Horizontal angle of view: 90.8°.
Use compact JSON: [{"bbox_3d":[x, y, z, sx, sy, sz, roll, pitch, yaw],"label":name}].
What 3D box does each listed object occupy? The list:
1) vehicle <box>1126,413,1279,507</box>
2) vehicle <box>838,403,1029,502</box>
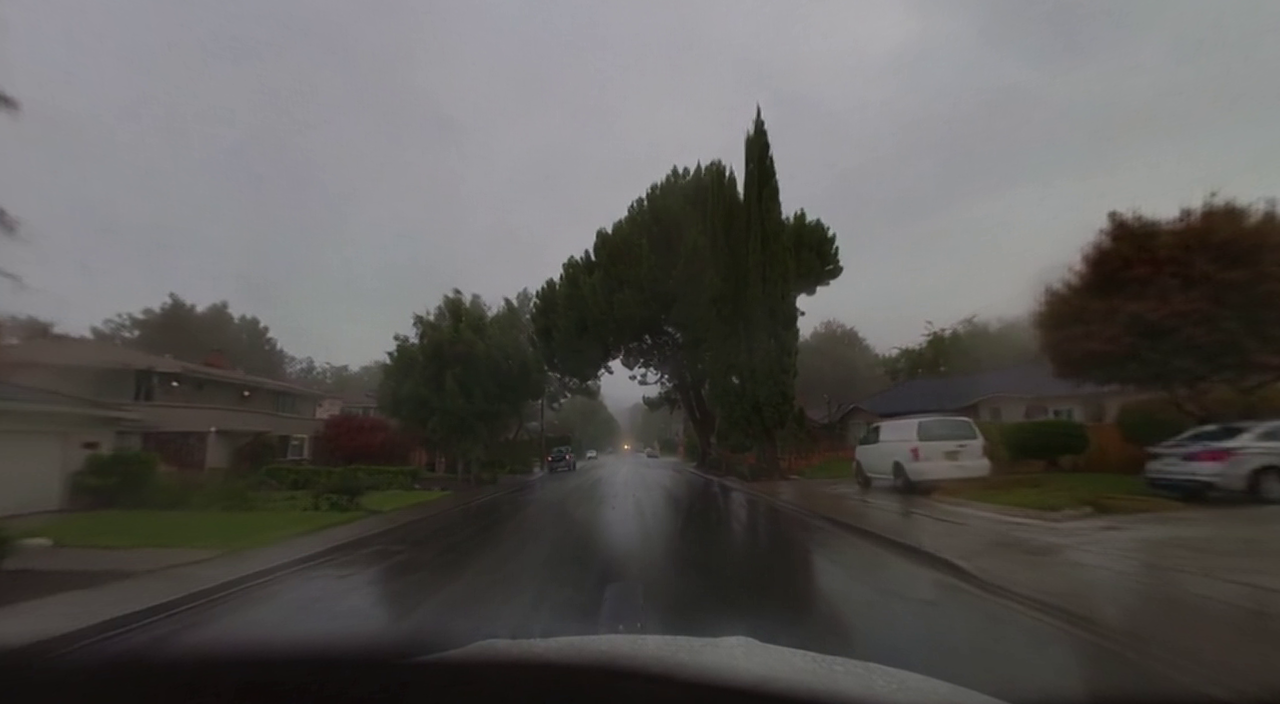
[{"bbox_3d":[11.594,1.888,11.224,4.300,1.490,1.916,0,-9,-1],"label":"vehicle"},{"bbox_3d":[6.966,2.487,15.794,2.233,1.923,4.848,-4,-9,-1],"label":"vehicle"}]
